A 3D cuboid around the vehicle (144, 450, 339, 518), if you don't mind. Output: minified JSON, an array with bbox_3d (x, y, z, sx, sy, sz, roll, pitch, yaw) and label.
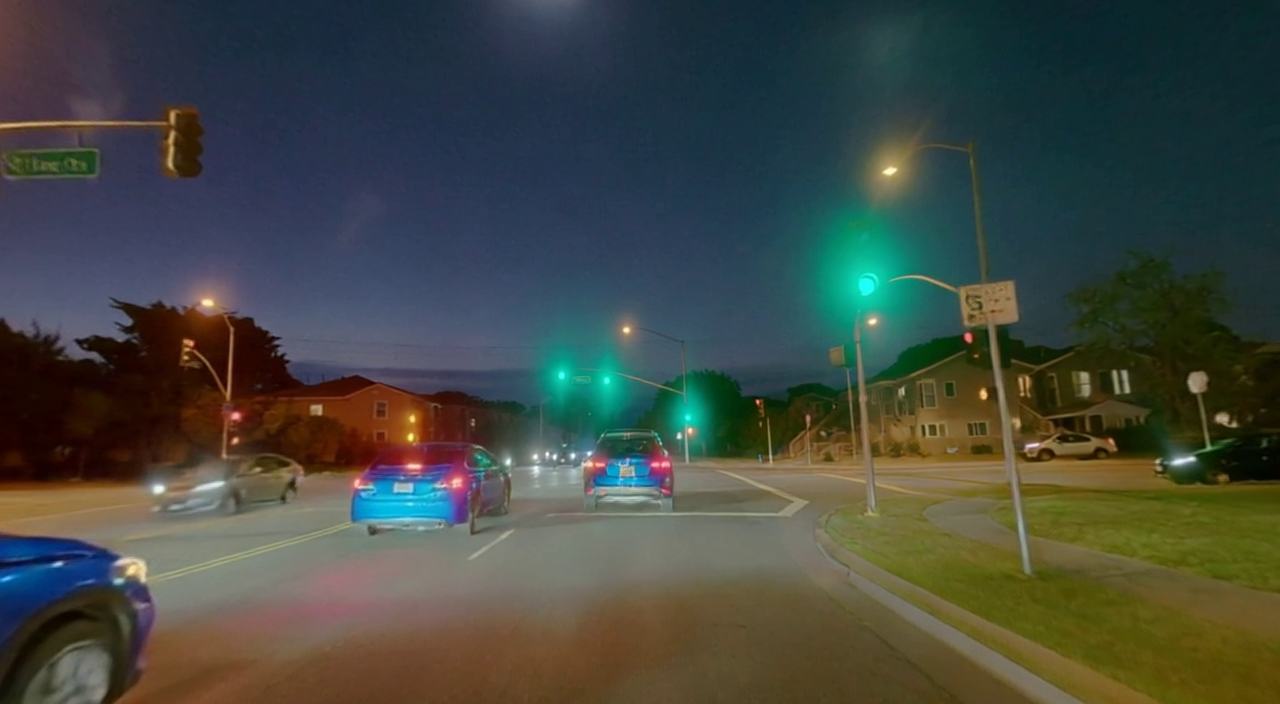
[{"bbox_3d":[-10.085,3.335,16.567,2.028,1.474,4.637,0,-8,1],"label":"vehicle"}]

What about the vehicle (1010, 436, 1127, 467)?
[{"bbox_3d":[21.190,4.937,31.427,4.353,1.431,1.876,-2,-9,14],"label":"vehicle"}]

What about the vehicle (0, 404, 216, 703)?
[{"bbox_3d":[-3.398,0.767,1.132,1.977,1.488,4.741,0,-8,0],"label":"vehicle"}]

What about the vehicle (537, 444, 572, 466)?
[{"bbox_3d":[-6.727,8.116,49.946,2.069,1.651,4.431,0,-8,1],"label":"vehicle"}]

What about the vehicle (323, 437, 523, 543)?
[{"bbox_3d":[-3.416,2.241,10.995,1.934,1.459,4.368,0,-8,0],"label":"vehicle"}]

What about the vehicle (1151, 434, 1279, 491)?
[{"bbox_3d":[17.142,2.964,17.060,4.715,1.439,1.874,-2,-9,14],"label":"vehicle"}]

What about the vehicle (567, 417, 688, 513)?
[{"bbox_3d":[-0.259,2.577,14.894,2.396,1.881,4.606,0,-8,0],"label":"vehicle"}]
